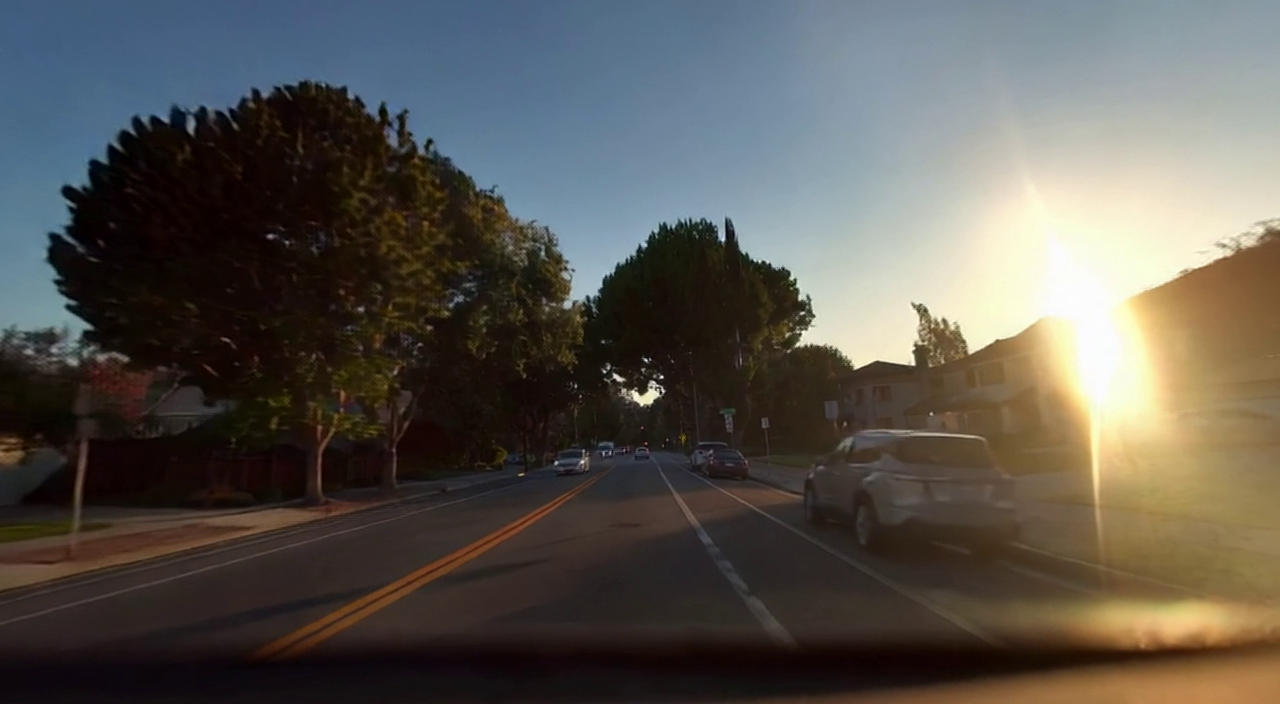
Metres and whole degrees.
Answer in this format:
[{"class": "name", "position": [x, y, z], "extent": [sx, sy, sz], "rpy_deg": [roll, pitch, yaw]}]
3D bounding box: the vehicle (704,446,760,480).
[{"class": "vehicle", "position": [4.086, 5.005, 28.819], "extent": [1.874, 1.415, 4.683], "rpy_deg": [0, -9, 0]}]

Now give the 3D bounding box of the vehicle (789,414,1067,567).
[{"class": "vehicle", "position": [3.863, 1.951, 9.745], "extent": [2.087, 1.725, 4.986], "rpy_deg": [0, -9, 2]}]

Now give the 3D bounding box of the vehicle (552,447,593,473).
[{"class": "vehicle", "position": [-4.113, 6.640, 39.157], "extent": [1.960, 1.521, 4.397], "rpy_deg": [0, -9, 1]}]

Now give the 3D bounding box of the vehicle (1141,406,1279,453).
[{"class": "vehicle", "position": [22.038, 2.935, 23.759], "extent": [4.799, 1.678, 2.002], "rpy_deg": [1, -9, -5]}]
